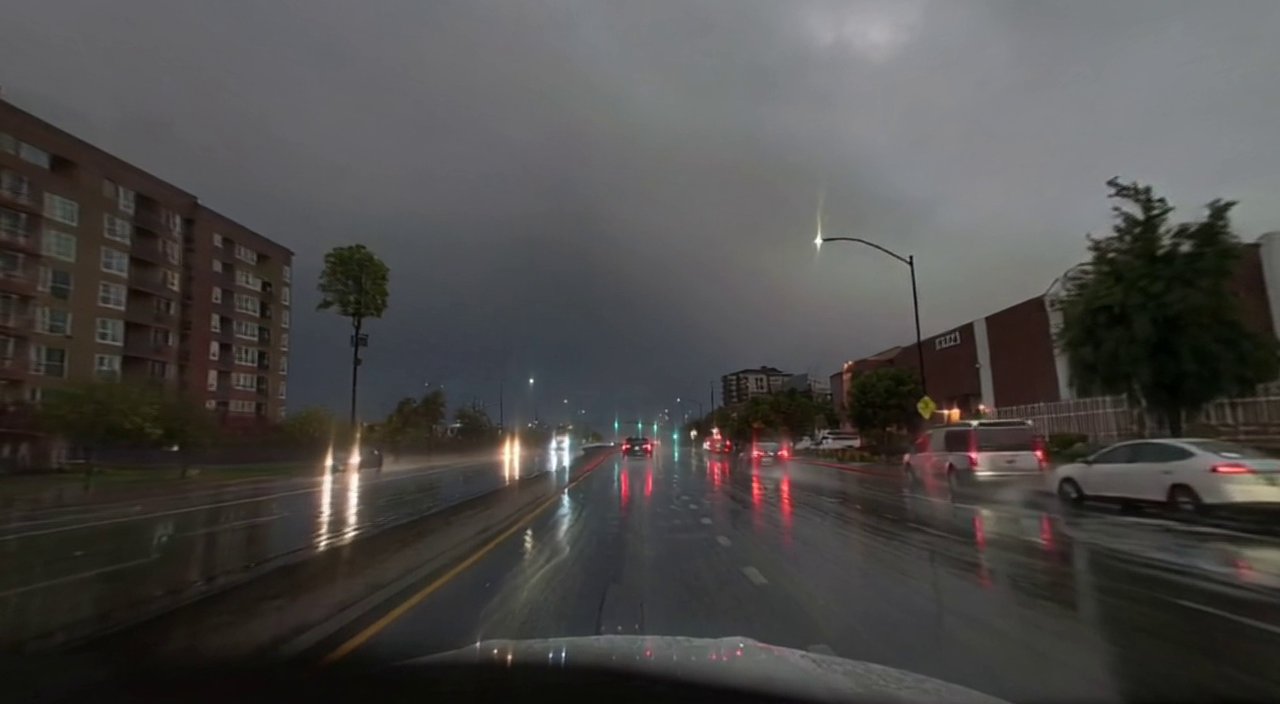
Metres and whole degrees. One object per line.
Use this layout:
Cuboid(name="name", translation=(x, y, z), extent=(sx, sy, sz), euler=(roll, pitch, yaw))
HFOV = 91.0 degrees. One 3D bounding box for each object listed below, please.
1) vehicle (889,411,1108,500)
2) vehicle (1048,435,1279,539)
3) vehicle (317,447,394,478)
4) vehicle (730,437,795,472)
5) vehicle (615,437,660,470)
Cuboid(name="vehicle", translation=(10.137, 3.037, 18.855), extent=(2.441, 2.150, 6.729), euler=(1, -8, -2))
Cuboid(name="vehicle", translation=(9.999, 2.291, 11.450), extent=(2.089, 1.508, 4.323), euler=(-1, -8, -2))
Cuboid(name="vehicle", translation=(-15.469, 5.998, 34.562), extent=(1.967, 1.574, 4.819), euler=(0, -9, 0))
Cuboid(name="vehicle", translation=(5.790, 4.900, 30.314), extent=(2.154, 1.554, 4.149), euler=(0, -9, -2))
Cuboid(name="vehicle", translation=(-0.120, 5.045, 31.435), extent=(2.106, 1.553, 3.964), euler=(0, -9, 0))
